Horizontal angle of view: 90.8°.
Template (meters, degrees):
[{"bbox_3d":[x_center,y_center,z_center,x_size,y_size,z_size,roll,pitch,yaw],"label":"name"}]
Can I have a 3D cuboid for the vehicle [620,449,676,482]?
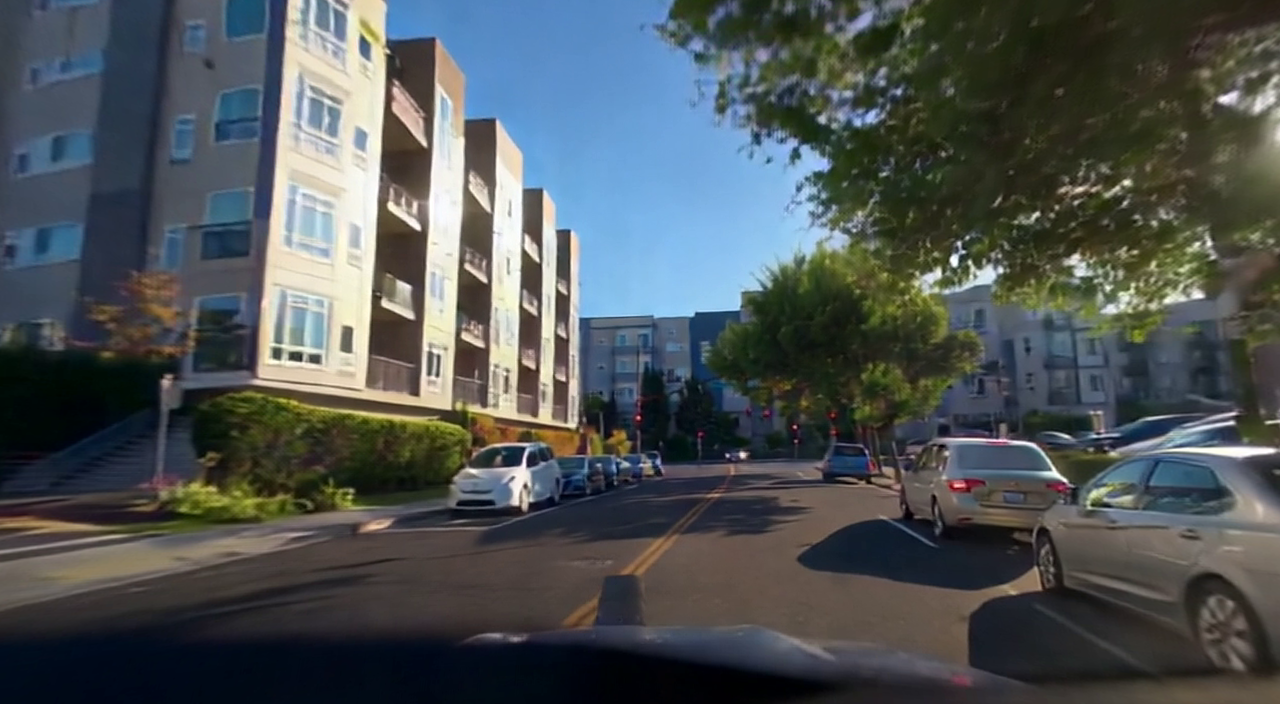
[{"bbox_3d":[0.465,5.543,31.206,1.934,1.484,4.630,-2,-9,11],"label":"vehicle"}]

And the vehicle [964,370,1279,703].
[{"bbox_3d":[4.244,1.203,4.569,2.153,1.685,4.586,-2,-9,12],"label":"vehicle"}]

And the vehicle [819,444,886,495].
[{"bbox_3d":[8.575,4.702,25.897,2.034,1.689,4.978,-2,-6,12],"label":"vehicle"}]

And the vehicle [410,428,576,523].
[{"bbox_3d":[-3.147,2.759,14.756,1.993,1.817,4.619,-2,-9,11],"label":"vehicle"}]
